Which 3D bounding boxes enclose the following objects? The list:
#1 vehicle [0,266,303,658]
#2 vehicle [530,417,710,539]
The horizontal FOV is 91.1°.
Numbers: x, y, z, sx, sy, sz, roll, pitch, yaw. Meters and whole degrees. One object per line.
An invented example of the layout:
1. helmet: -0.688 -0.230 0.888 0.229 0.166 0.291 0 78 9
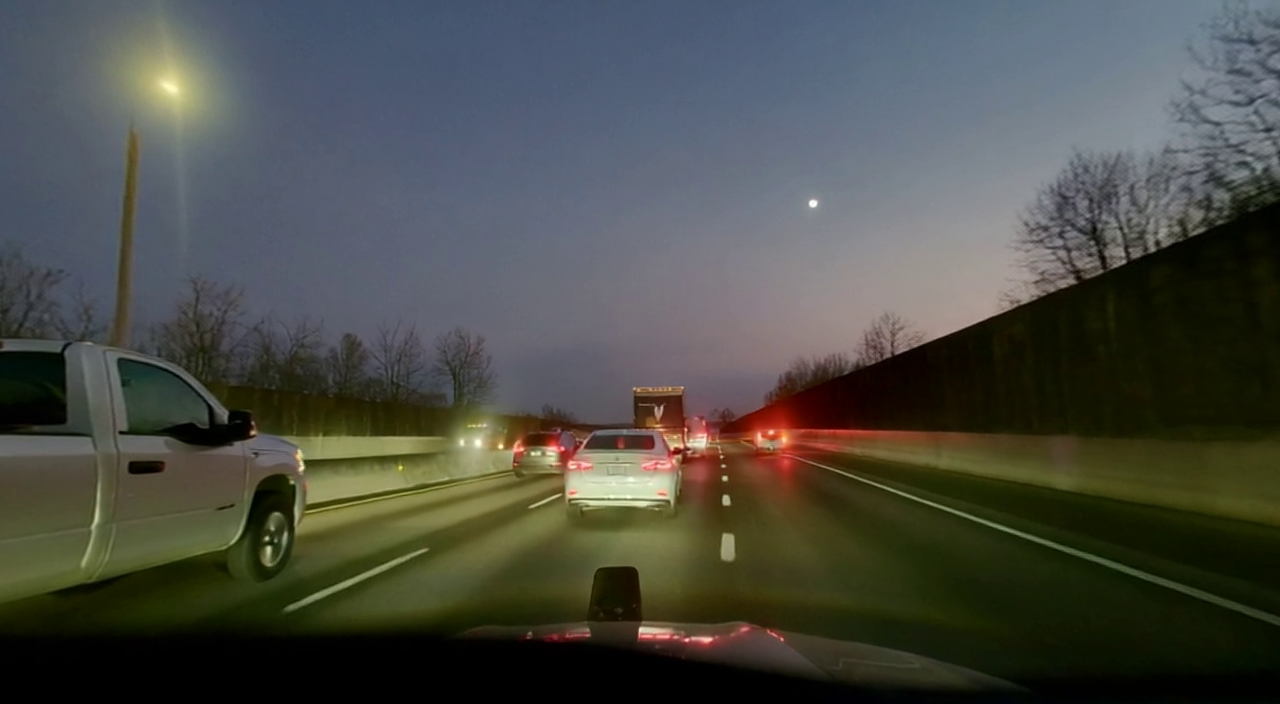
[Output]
1. vehicle: -5.211 0.701 4.036 2.386 2.435 5.831 -1 -8 6
2. vehicle: -0.047 1.854 10.003 2.089 1.485 4.153 -1 -8 9
